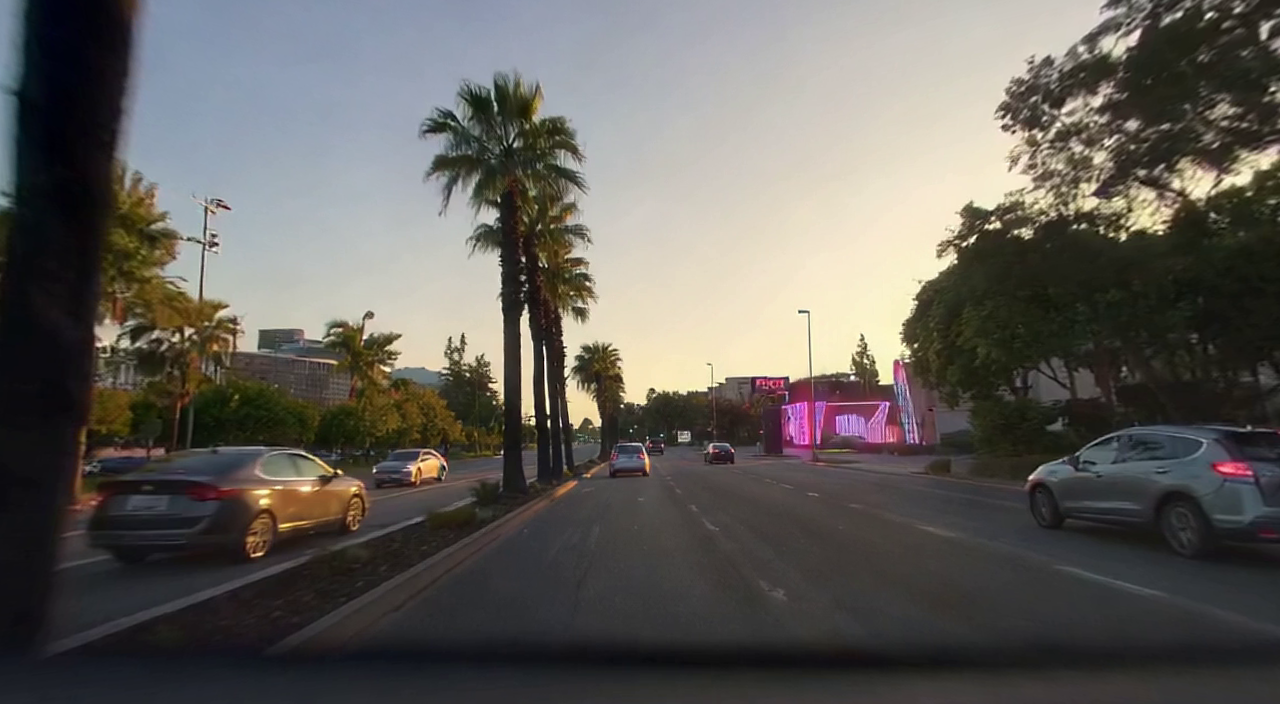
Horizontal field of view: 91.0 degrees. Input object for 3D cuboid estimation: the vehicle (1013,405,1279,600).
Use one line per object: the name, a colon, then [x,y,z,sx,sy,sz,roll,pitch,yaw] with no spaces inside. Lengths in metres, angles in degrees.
vehicle: [6.408,1.533,7.061,1.949,1.647,3.894,0,-8,-1]

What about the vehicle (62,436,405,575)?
vehicle: [-5.183,1.966,8.998,1.900,1.458,4.465,0,-8,0]

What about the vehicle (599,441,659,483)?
vehicle: [-0.382,3.928,22.792,1.970,1.402,3.756,0,-8,-1]

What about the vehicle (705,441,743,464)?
vehicle: [5.793,6.983,43.953,1.970,1.461,4.267,0,-8,-2]
